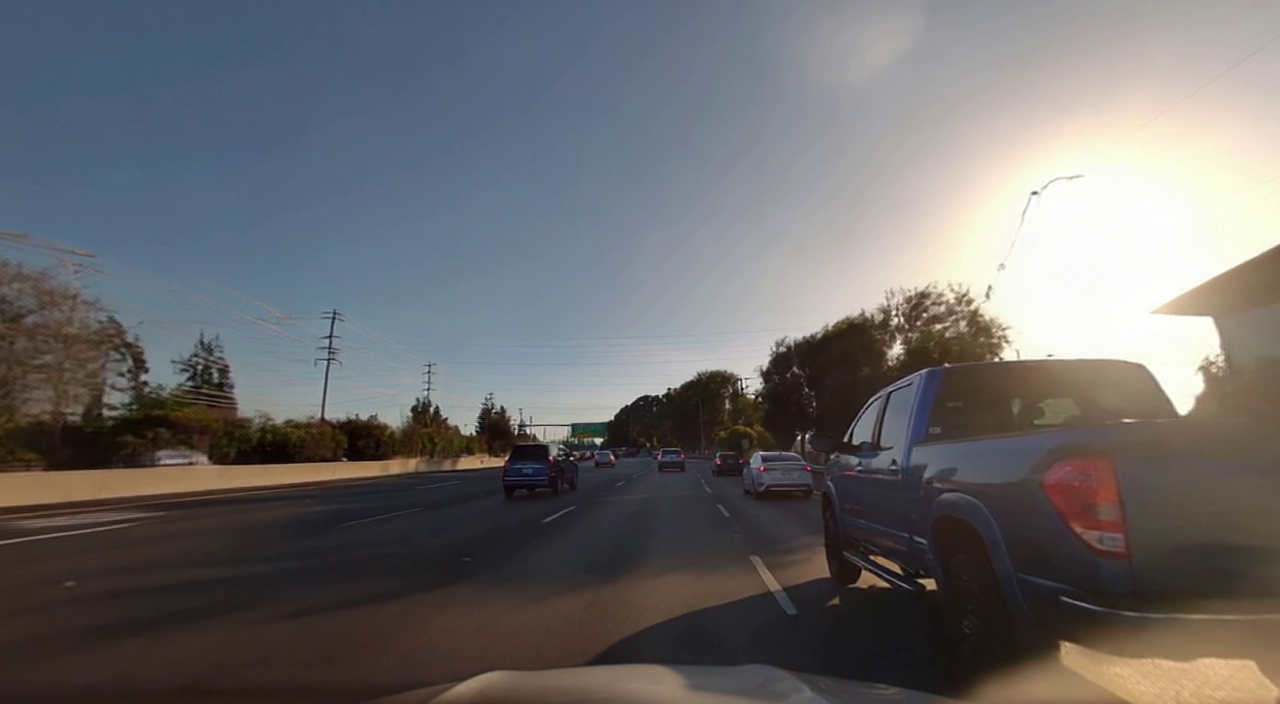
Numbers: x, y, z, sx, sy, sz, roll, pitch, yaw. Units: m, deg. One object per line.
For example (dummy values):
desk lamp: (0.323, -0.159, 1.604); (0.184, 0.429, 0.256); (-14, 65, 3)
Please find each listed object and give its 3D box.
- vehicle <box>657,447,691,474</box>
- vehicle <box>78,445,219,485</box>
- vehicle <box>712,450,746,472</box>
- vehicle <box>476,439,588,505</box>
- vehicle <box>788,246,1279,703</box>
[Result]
vehicle: (2.254, 7.110, 41.526); (2.080, 1.682, 4.150); (-1, -8, 3)
vehicle: (-22.645, 5.199, 29.405); (2.102, 1.652, 5.303); (-1, -8, 3)
vehicle: (6.469, 7.966, 46.242); (2.072, 1.456, 4.537); (-1, -8, 3)
vehicle: (-3.077, 3.535, 19.133); (2.209, 1.714, 4.576); (-1, -8, 5)
vehicle: (3.347, 1.143, 5.362); (3.024, 2.092, 6.797); (-1, -8, 5)
